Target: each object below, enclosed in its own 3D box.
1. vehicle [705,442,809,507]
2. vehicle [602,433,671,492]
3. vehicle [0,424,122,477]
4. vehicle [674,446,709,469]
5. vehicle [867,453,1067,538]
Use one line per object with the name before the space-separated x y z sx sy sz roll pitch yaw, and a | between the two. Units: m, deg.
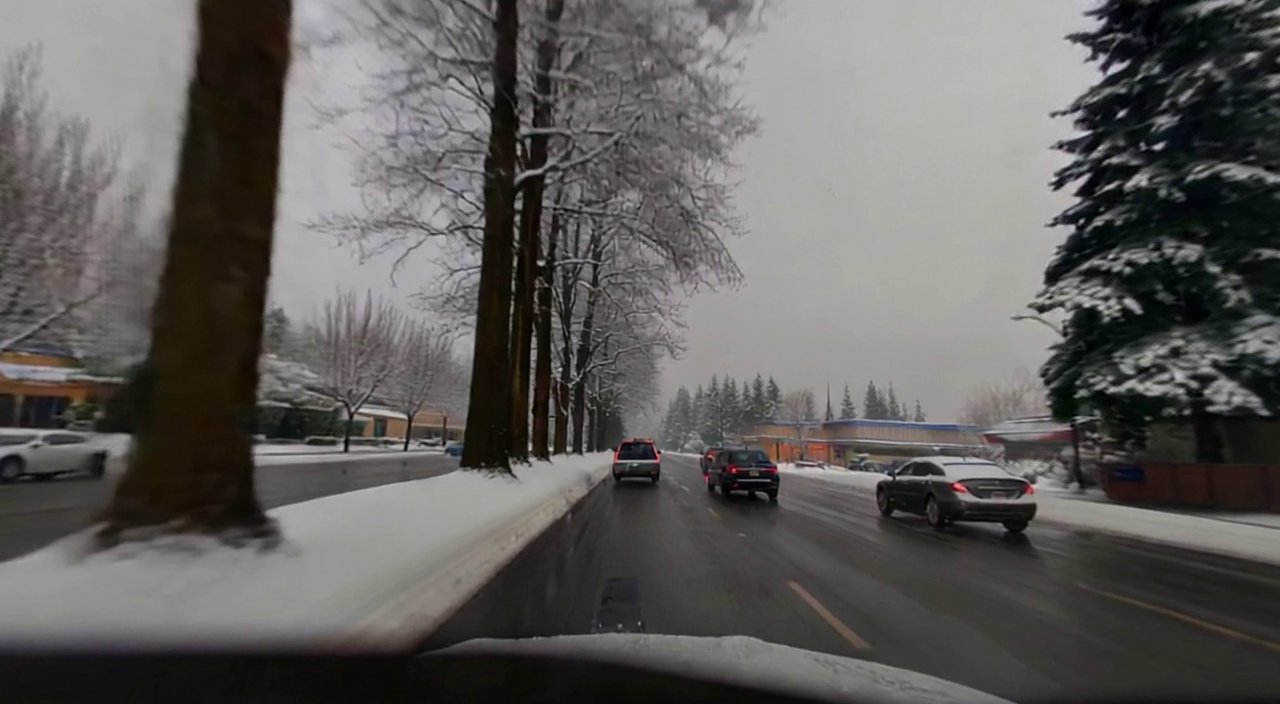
vehicle | 3.010 3.230 17.081 1.932 1.510 4.168 0 -8 -1
vehicle | -0.110 3.503 20.291 2.008 1.674 4.239 0 -8 0
vehicle | -18.916 3.010 19.281 1.851 1.477 4.891 0 -8 -1
vehicle | 3.451 7.160 42.699 2.012 1.462 4.163 0 -8 -1
vehicle | 6.700 2.940 13.521 1.944 1.458 4.268 0 -8 -1
